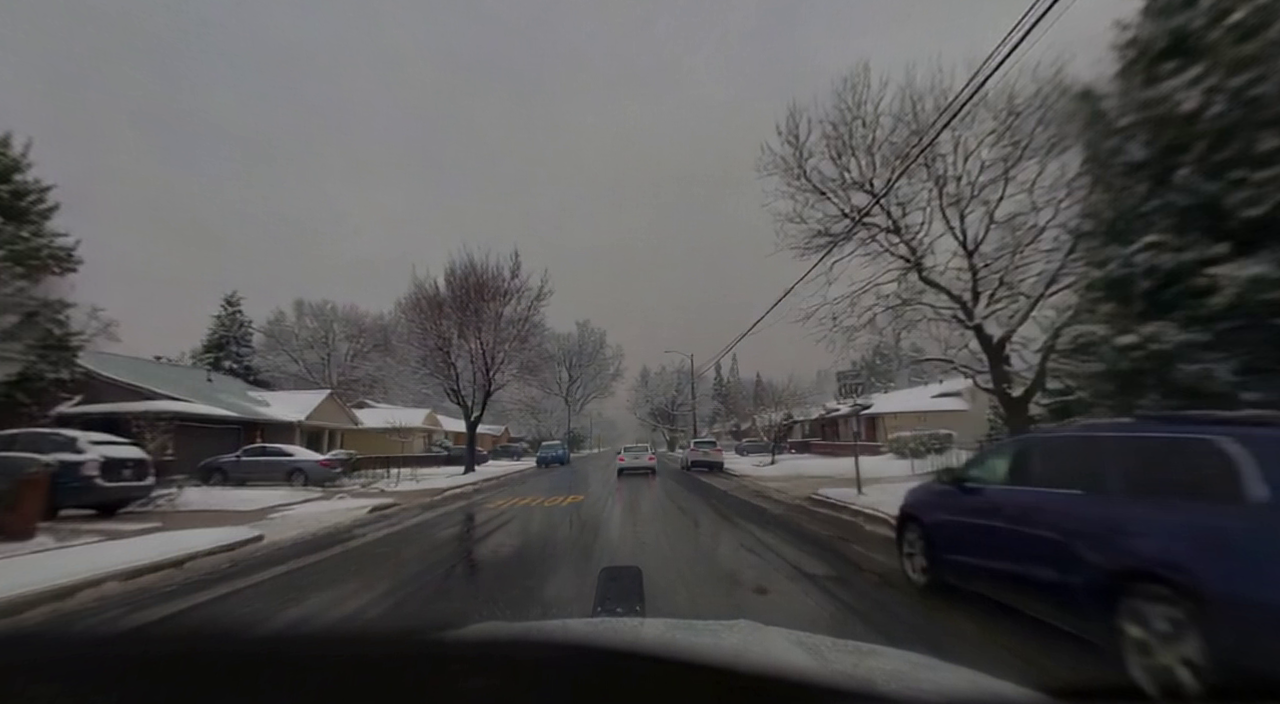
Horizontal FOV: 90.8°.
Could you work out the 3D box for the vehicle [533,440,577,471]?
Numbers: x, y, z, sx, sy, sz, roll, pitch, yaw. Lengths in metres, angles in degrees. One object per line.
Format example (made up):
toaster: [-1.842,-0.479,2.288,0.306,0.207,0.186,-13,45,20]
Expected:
vehicle: [-5.649,6.936,42.543,2.126,1.816,4.796,-3,-8,1]

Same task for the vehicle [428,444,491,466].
vehicle: [-13.390,7.658,47.027,4.129,1.523,1.839,0,-8,0]

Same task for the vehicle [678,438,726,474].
vehicle: [3.128,5.367,32.859,1.978,1.690,4.306,0,-8,-1]

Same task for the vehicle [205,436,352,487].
vehicle: [-13.453,4.076,23.725,4.253,1.772,1.980,0,-8,-3]

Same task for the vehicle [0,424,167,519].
vehicle: [-13.309,2.505,13.402,4.836,1.831,1.982,0,-8,-2]

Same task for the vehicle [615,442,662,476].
vehicle: [-0.071,4.918,29.294,2.000,1.449,4.006,0,-8,0]

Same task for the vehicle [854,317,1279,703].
vehicle: [3.464,1.025,4.041,2.135,1.809,5.682,0,-8,-1]
